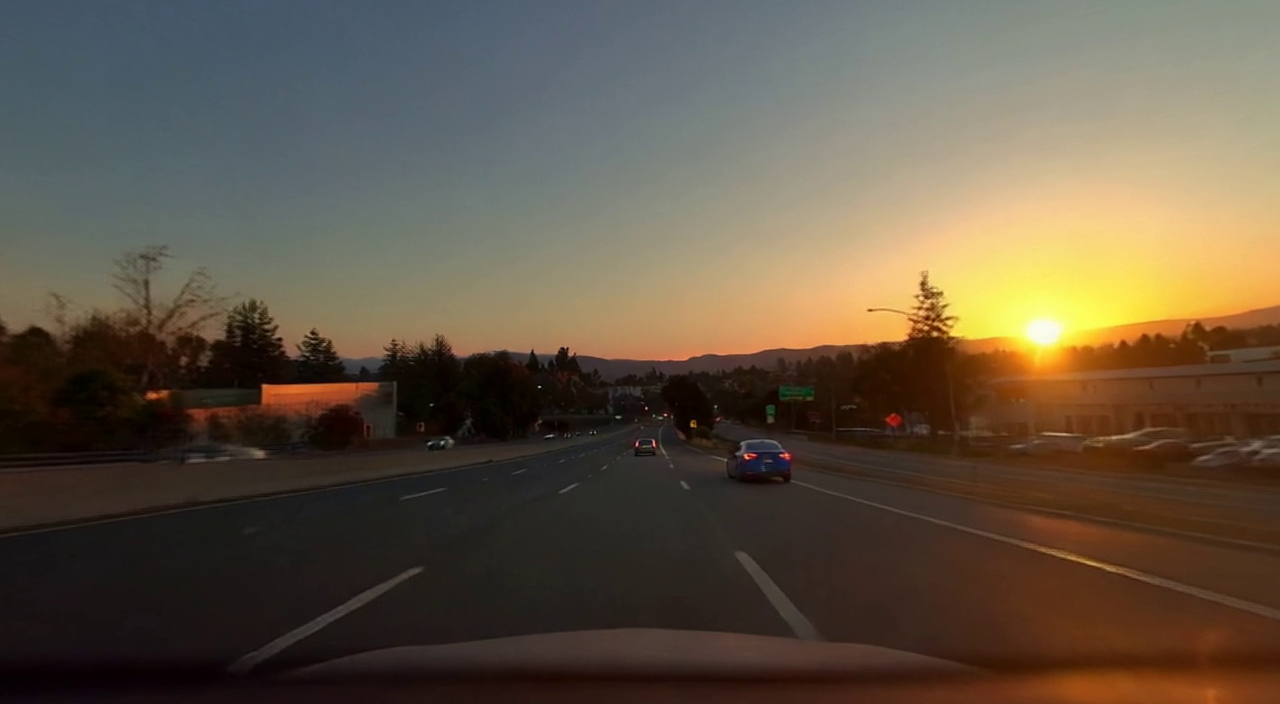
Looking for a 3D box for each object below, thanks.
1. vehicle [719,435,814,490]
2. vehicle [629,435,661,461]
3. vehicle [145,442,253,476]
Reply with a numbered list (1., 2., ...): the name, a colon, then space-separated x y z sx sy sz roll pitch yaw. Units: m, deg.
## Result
1. vehicle: 3.826 3.443 19.982 2.029 1.528 4.644 0 -9 0
2. vehicle: 0.367 6.690 44.193 2.127 1.692 4.382 0 -9 1
3. vehicle: -21.176 5.133 30.608 1.985 1.534 4.396 0 -9 1
